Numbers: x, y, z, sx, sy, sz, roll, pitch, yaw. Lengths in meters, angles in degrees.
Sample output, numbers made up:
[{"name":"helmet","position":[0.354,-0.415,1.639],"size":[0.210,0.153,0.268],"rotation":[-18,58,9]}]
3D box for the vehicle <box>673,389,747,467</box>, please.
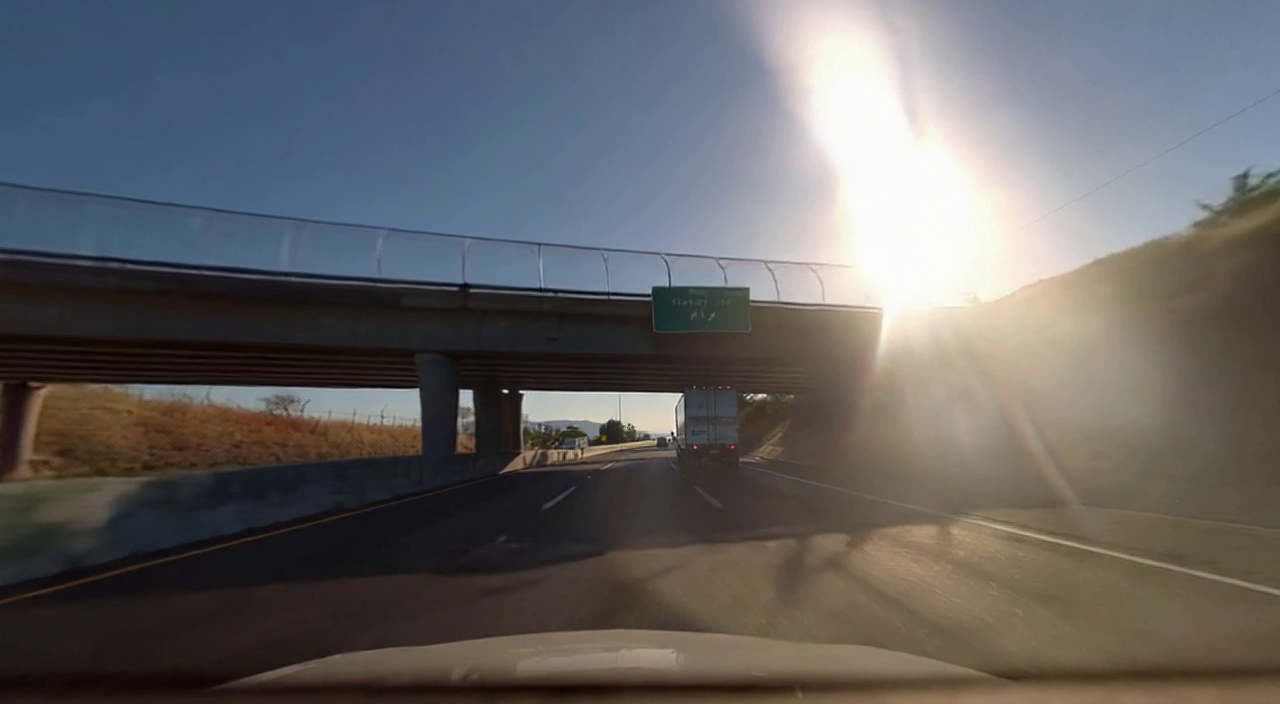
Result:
[{"name":"vehicle","position":[4.097,5.049,40.783],"size":[2.960,4.099,14.097],"rotation":[0,-8,-1]}]
